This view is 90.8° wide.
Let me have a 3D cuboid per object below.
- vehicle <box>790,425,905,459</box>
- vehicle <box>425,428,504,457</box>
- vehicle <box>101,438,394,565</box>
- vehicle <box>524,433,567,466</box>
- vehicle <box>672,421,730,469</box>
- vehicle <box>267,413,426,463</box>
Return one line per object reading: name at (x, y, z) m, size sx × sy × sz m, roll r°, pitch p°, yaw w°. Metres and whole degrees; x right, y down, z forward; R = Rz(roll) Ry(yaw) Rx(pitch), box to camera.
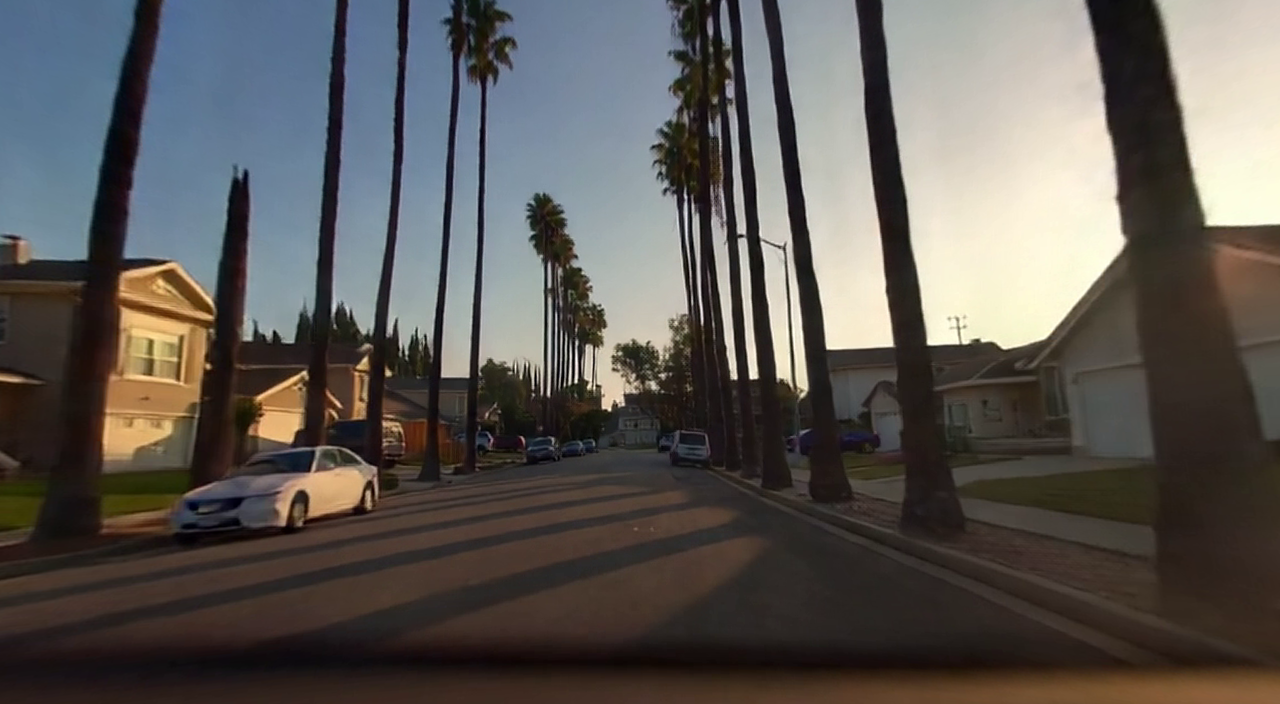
vehicle at (9.465, 4.152, 29.086) m, size 4.643 × 1.520 × 1.826 m, roll 0°, pitch -8°, yaw 1°
vehicle at (-12.336, 6.422, 44.684) m, size 4.991 × 1.947 × 2.329 m, roll 0°, pitch -8°, yaw -3°
vehicle at (-5.730, 2.149, 10.103) m, size 1.949 × 1.511 × 4.466 m, roll 0°, pitch -7°, yaw -2°
vehicle at (-5.739, 5.950, 39.001) m, size 2.147 × 1.823 × 4.725 m, roll 0°, pitch -7°, yaw -2°
vehicle at (2.777, 4.437, 30.207) m, size 2.184 × 2.038 × 6.212 m, roll 0°, pitch -8°, yaw 1°
vehicle at (-11.936, 3.555, 26.054) m, size 5.340 × 1.948 × 2.398 m, roll 0°, pitch -8°, yaw 0°
